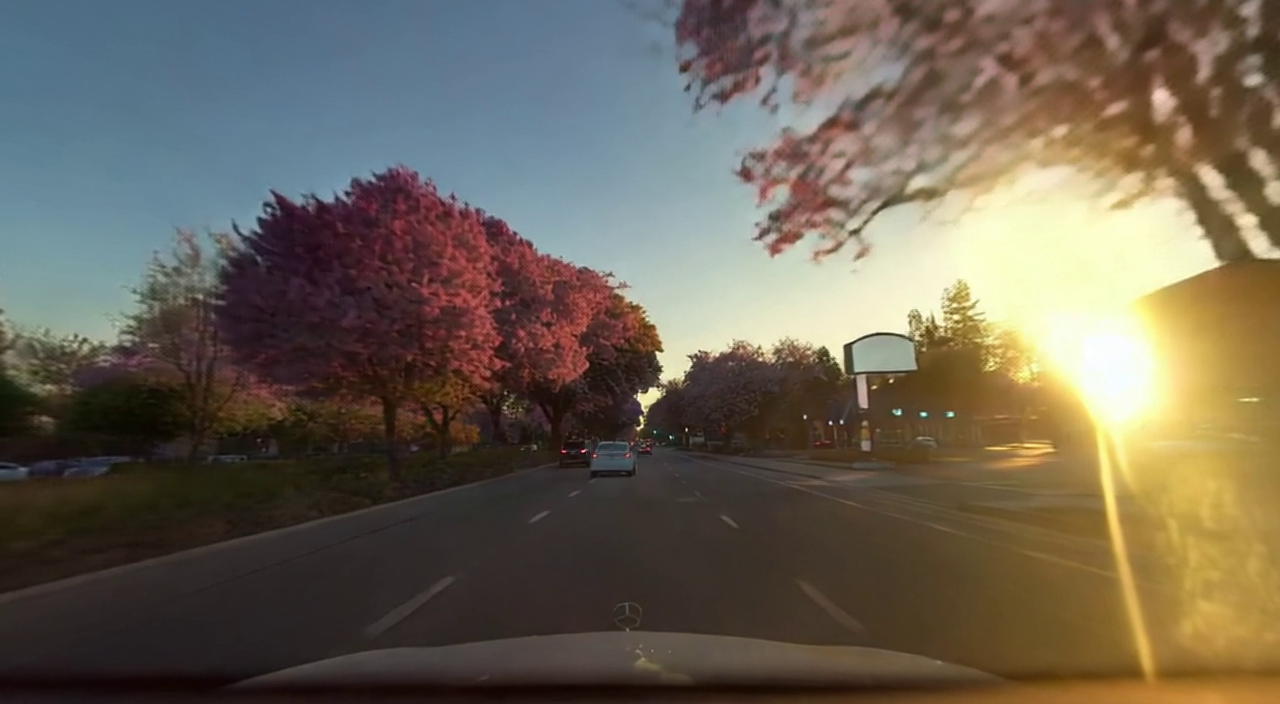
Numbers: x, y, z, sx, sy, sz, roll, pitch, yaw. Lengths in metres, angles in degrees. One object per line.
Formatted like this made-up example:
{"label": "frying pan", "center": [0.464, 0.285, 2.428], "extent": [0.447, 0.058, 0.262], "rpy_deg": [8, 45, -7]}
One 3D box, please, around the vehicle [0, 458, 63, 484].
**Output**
{"label": "vehicle", "center": [-39.194, 7.608, 40.413], "extent": [1.878, 1.477, 3.872], "rpy_deg": [5, -9, -27]}

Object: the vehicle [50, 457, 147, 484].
{"label": "vehicle", "center": [-34.528, 7.540, 40.216], "extent": [1.918, 1.457, 4.594], "rpy_deg": [0, -8, 3]}

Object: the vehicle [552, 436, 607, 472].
{"label": "vehicle", "center": [-3.339, 5.764, 35.731], "extent": [2.453, 1.844, 4.751], "rpy_deg": [0, -8, 2]}

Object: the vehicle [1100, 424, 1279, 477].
{"label": "vehicle", "center": [23.031, 4.176, 26.604], "extent": [2.265, 1.904, 6.201], "rpy_deg": [-1, -9, -1]}

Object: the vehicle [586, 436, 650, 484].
{"label": "vehicle", "center": [-0.776, 4.255, 25.085], "extent": [2.149, 1.701, 4.379], "rpy_deg": [0, -8, 3]}
